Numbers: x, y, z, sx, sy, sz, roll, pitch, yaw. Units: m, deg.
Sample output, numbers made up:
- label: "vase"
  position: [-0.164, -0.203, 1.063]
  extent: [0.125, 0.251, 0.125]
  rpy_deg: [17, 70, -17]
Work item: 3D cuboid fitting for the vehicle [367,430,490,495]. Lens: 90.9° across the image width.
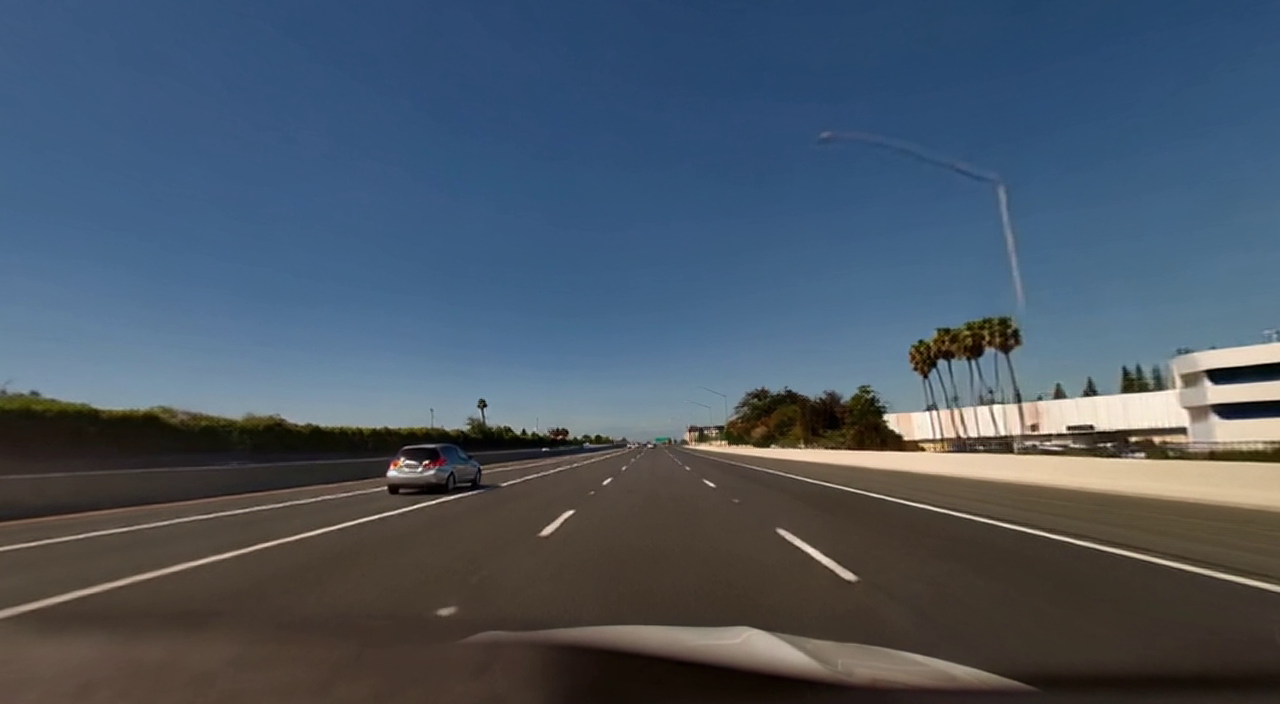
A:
- label: "vehicle"
  position: [-6.527, 3.479, 20.162]
  extent: [2.145, 1.793, 4.762]
  rpy_deg: [-1, -9, 2]
